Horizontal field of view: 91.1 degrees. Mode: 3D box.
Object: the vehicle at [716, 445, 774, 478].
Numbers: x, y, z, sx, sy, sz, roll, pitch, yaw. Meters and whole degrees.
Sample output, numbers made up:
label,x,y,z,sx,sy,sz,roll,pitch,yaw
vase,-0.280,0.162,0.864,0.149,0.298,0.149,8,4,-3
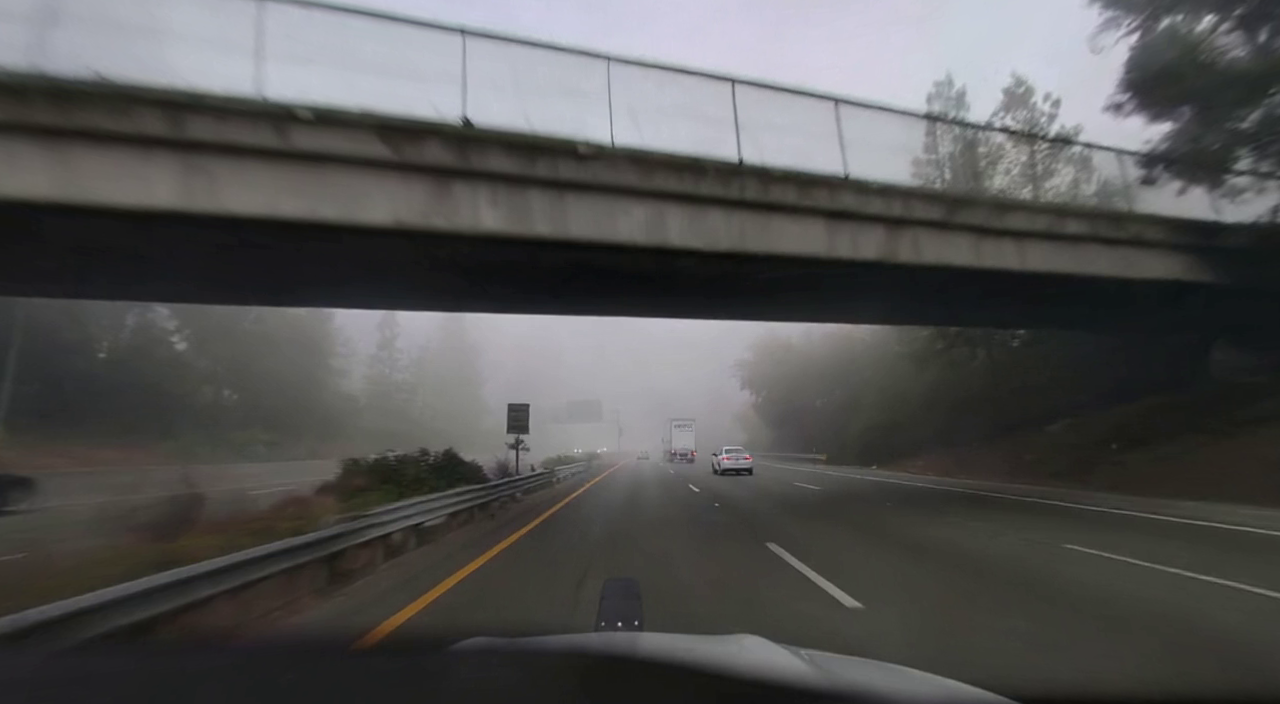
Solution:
label,x,y,z,sx,sy,sz,roll,pitch,yaw
vehicle,5.074,5.328,30.830,1.917,1.471,4.149,0,-9,-3
